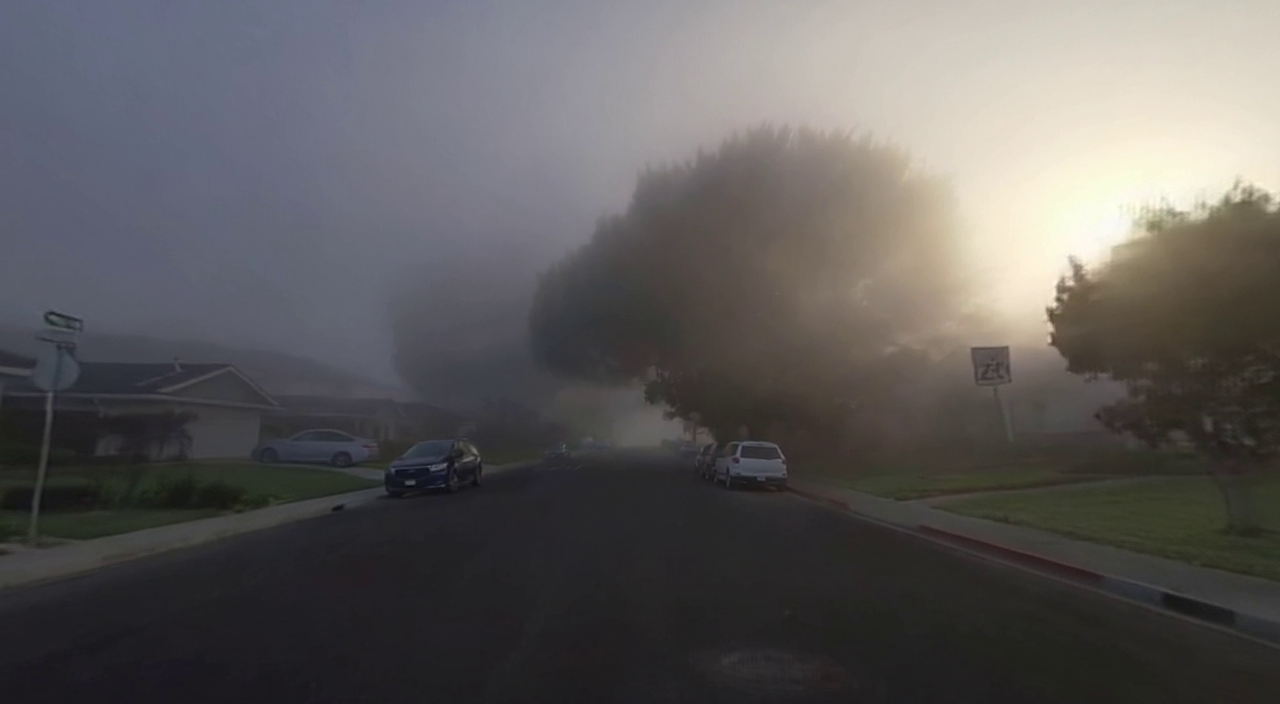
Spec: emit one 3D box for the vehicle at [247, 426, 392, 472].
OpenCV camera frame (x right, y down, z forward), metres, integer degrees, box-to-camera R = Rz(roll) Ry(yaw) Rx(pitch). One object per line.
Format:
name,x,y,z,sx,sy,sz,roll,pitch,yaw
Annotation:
vehicle,-13.598,4.153,27.086,5.024,1.903,2.102,0,-9,1

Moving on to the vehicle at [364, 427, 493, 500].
vehicle,-6.422,3.486,20.101,2.322,1.949,5.695,-1,-9,-2

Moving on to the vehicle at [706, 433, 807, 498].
vehicle,3.392,3.405,19.385,2.033,1.730,4.554,0,-9,-2
